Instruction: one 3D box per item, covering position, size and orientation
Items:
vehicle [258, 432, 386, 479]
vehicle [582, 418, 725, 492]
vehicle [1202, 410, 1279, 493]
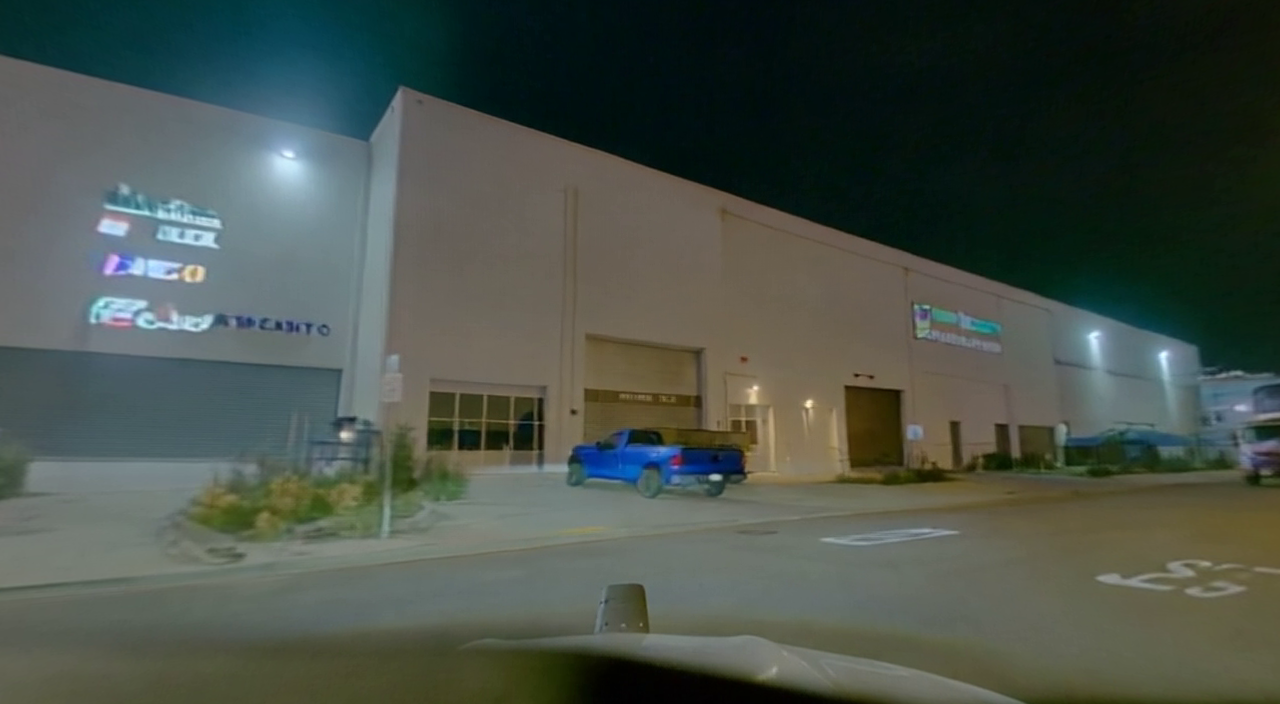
[{"bbox_3d":[-15.380,4.973,30.610,5.207,2.103,1.997,5,-10,-34],"label":"vehicle"},{"bbox_3d":[0.737,4.727,28.626,6.271,3.004,2.298,8,-12,-34],"label":"vehicle"},{"bbox_3d":[35.351,5.510,35.324,7.722,4.217,3.111,4,-10,-30],"label":"vehicle"}]
